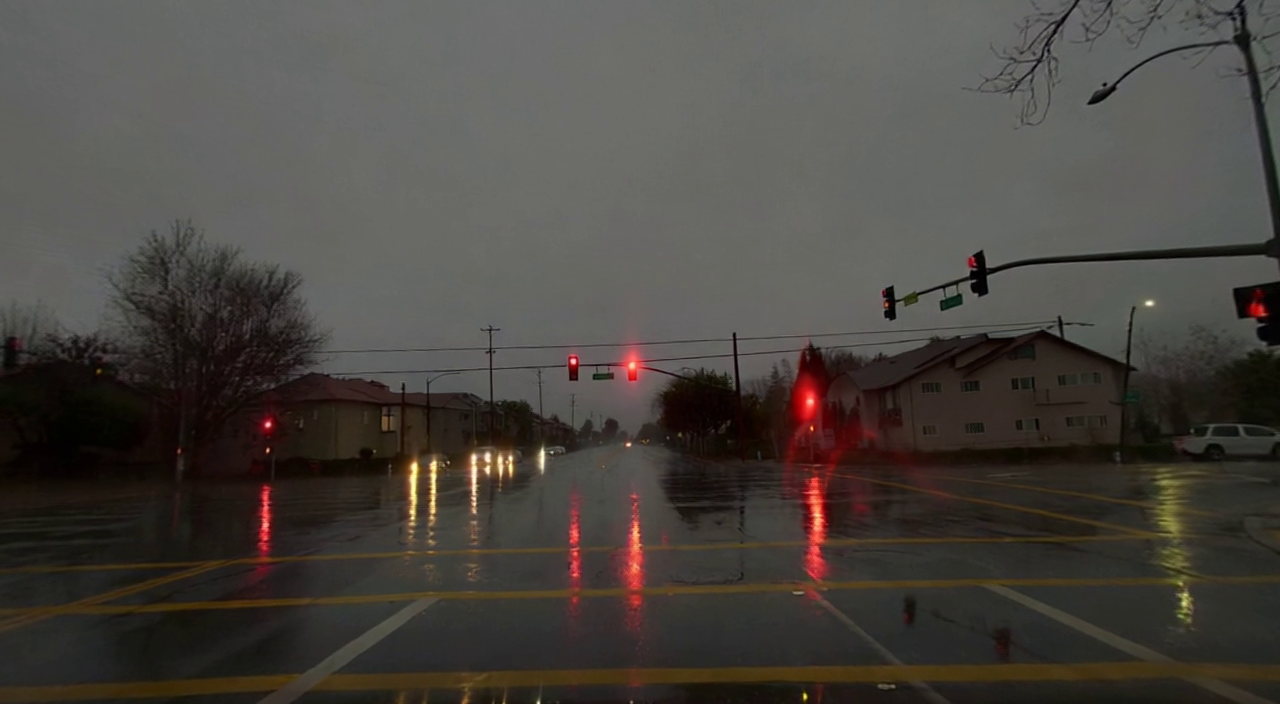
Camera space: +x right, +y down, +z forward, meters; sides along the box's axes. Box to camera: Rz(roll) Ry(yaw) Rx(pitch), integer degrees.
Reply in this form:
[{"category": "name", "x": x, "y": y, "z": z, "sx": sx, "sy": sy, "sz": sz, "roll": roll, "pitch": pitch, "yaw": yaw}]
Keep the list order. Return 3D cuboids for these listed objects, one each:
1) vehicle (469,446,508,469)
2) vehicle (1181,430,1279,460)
[{"category": "vehicle", "x": -10.696, "y": 7.459, "z": 44.751, "sx": 1.881, "sy": 1.509, "sz": 3.377, "roll": 0, "pitch": -9, "yaw": 1}, {"category": "vehicle", "x": 31.335, "y": 4.883, "z": 33.016, "sx": 4.318, "sy": 1.488, "sz": 1.870, "roll": 0, "pitch": -9, "yaw": -1}]
